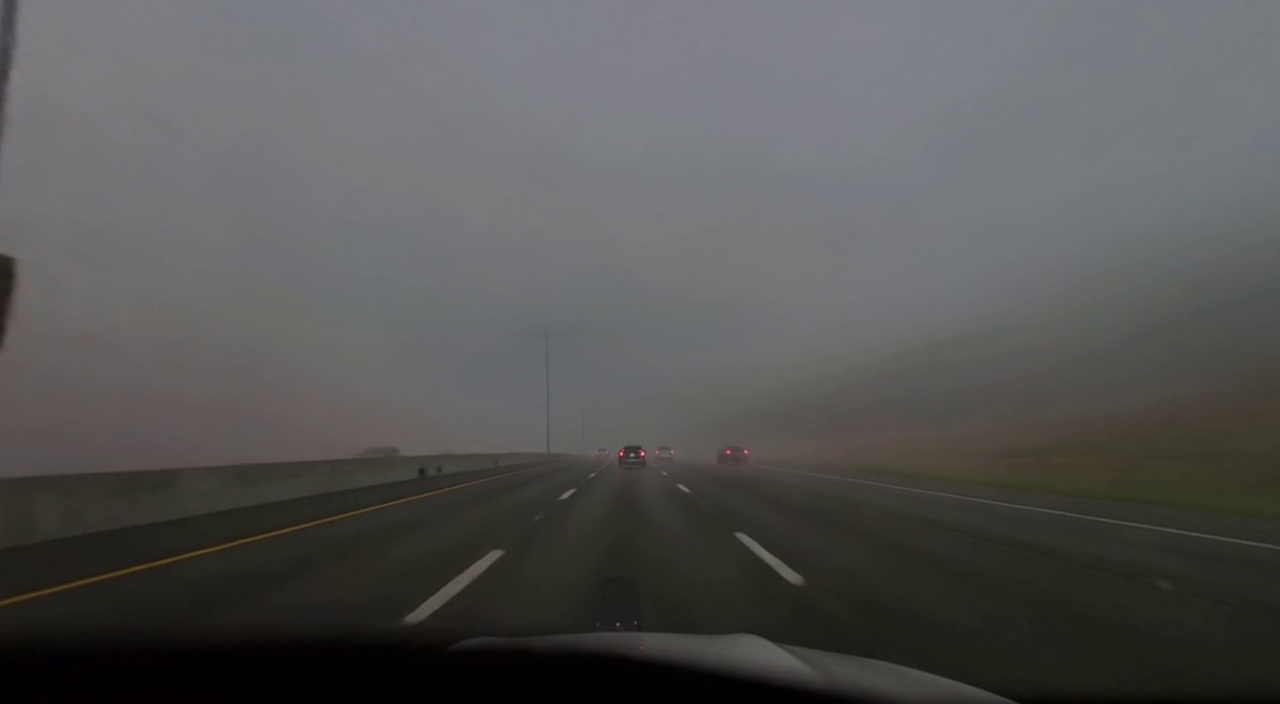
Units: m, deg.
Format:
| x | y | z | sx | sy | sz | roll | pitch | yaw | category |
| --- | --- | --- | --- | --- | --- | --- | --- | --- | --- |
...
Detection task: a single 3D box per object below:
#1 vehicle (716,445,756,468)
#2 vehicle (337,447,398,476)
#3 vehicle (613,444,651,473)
| x | y | z | sx | sy | sz | roll | pitch | yaw | category |
| --- | --- | --- | --- | --- | --- | --- | --- | --- | --- |
| 6.627 | 7.224 | 43.909 | 1.935 | 1.478 | 4.433 | 0 | -9 | -2 | vehicle |
| -17.249 | 6.923 | 40.275 | 1.924 | 1.733 | 4.449 | 0 | -9 | 0 | vehicle |
| -0.459 | 5.864 | 34.958 | 1.985 | 1.457 | 4.227 | 0 | -9 | -1 | vehicle |
